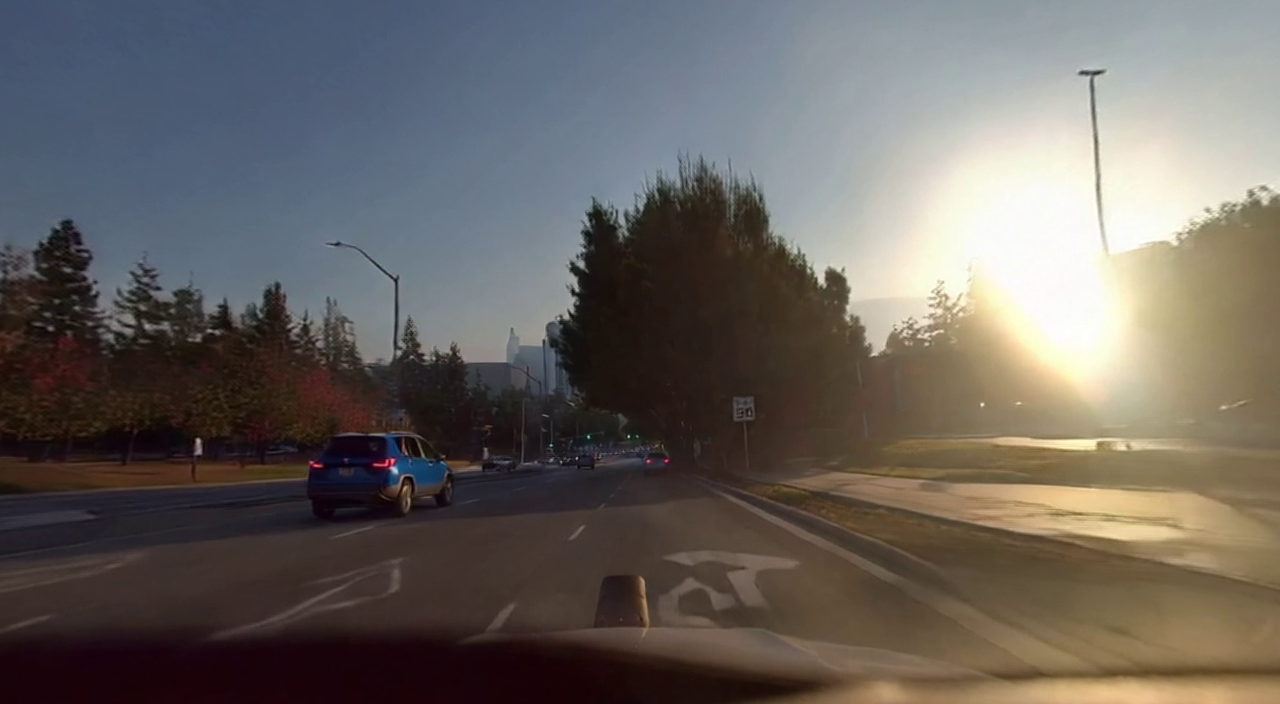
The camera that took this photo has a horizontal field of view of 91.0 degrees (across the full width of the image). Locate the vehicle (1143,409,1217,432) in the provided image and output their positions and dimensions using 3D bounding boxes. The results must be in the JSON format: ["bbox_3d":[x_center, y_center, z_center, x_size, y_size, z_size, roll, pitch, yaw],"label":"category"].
[{"bbox_3d":[39.224,5.022,45.870,1.772,1.504,4.322,-1,-9,5],"label":"vehicle"}]

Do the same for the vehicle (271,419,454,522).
[{"bbox_3d":[-5.837,2.536,13.961,2.027,1.908,4.273,0,-9,1],"label":"vehicle"}]

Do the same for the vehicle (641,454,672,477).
[{"bbox_3d":[1.124,7.980,44.553,2.091,1.494,3.962,0,-9,0],"label":"vehicle"}]
